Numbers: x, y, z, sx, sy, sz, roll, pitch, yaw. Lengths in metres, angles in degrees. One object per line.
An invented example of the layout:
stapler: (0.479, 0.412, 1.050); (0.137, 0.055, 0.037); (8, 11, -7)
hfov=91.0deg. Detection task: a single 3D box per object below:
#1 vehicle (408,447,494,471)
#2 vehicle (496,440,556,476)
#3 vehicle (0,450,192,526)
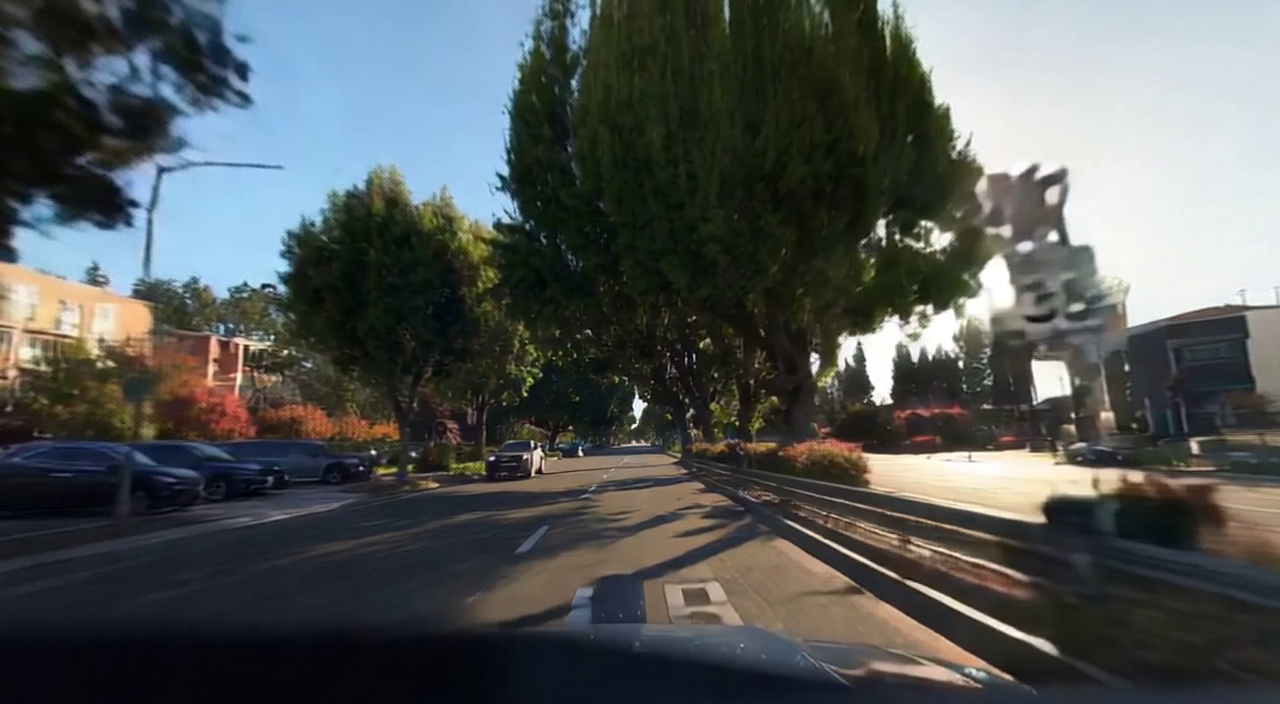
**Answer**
vehicle: (-14.015, 7.941, 46.954); (5.742, 1.668, 2.296); (1, -8, -2)
vehicle: (-6.522, 6.106, 36.692); (2.350, 1.892, 5.542); (0, -8, 1)
vehicle: (-13.219, 2.899, 13.713); (5.300, 1.432, 1.951); (1, -9, -2)
